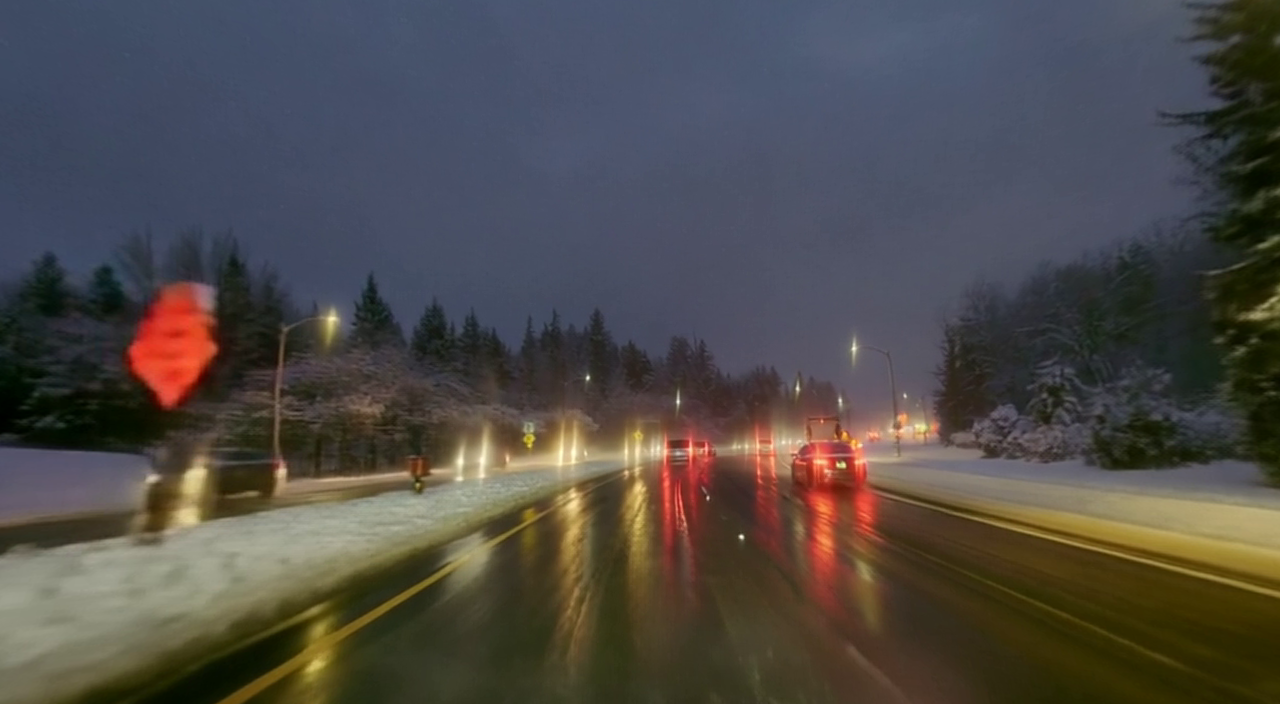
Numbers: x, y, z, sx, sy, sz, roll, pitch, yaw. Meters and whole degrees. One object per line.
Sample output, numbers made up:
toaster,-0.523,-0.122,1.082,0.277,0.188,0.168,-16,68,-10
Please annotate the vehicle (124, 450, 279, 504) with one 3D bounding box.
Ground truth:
vehicle,-14.966,4.257,21.965,1.913,1.610,4.549,-1,-8,4

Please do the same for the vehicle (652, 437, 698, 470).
vehicle,2.020,5.613,35.114,2.201,1.676,4.541,-1,-8,7

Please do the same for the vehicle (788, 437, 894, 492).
vehicle,5.898,3.337,19.115,2.044,1.474,4.083,0,-8,3

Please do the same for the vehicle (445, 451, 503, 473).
vehicle,-11.607,7.721,44.643,2.205,1.446,4.840,-1,-9,8
